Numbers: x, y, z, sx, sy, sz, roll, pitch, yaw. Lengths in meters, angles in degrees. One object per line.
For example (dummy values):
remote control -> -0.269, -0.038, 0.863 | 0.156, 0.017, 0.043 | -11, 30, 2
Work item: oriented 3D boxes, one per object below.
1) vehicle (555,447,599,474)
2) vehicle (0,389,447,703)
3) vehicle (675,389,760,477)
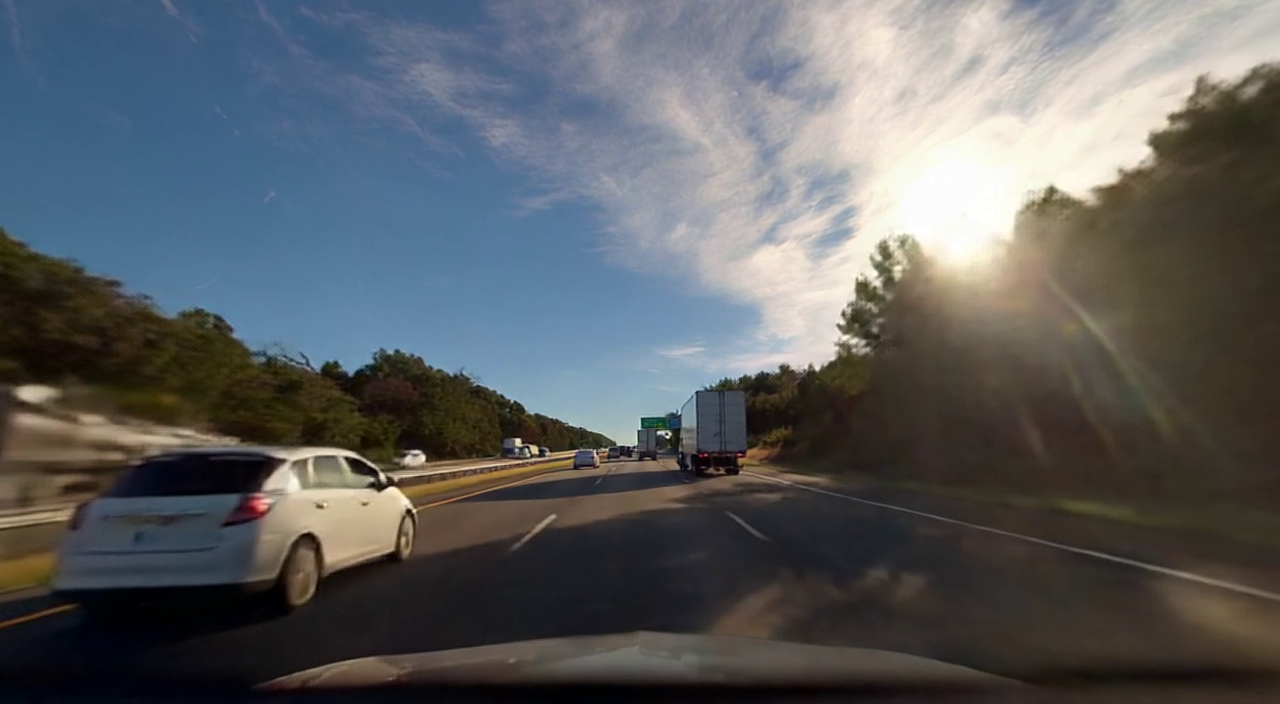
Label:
vehicle -> -3.609, 6.331, 36.922 | 2.121, 1.445, 4.651 | 0, -9, 0
vehicle -> -3.276, 1.279, 4.641 | 2.104, 1.526, 4.940 | 0, -9, 1
vehicle -> 4.018, 4.920, 36.695 | 2.974, 4.083, 14.389 | 0, -9, 0
